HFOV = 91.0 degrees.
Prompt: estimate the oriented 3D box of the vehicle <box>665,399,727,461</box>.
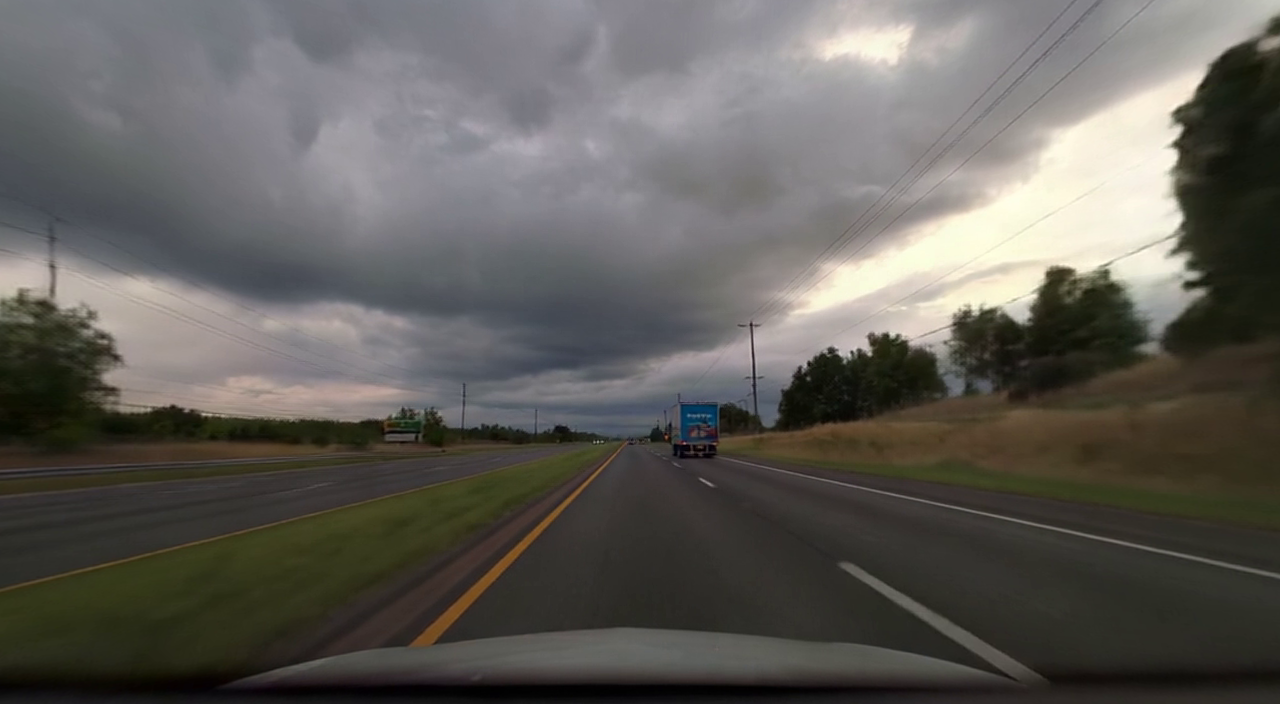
[{"bbox_3d":[3.506,5.281,41.968,3.037,3.672,9.136,0,-8,-1],"label":"vehicle"}]
